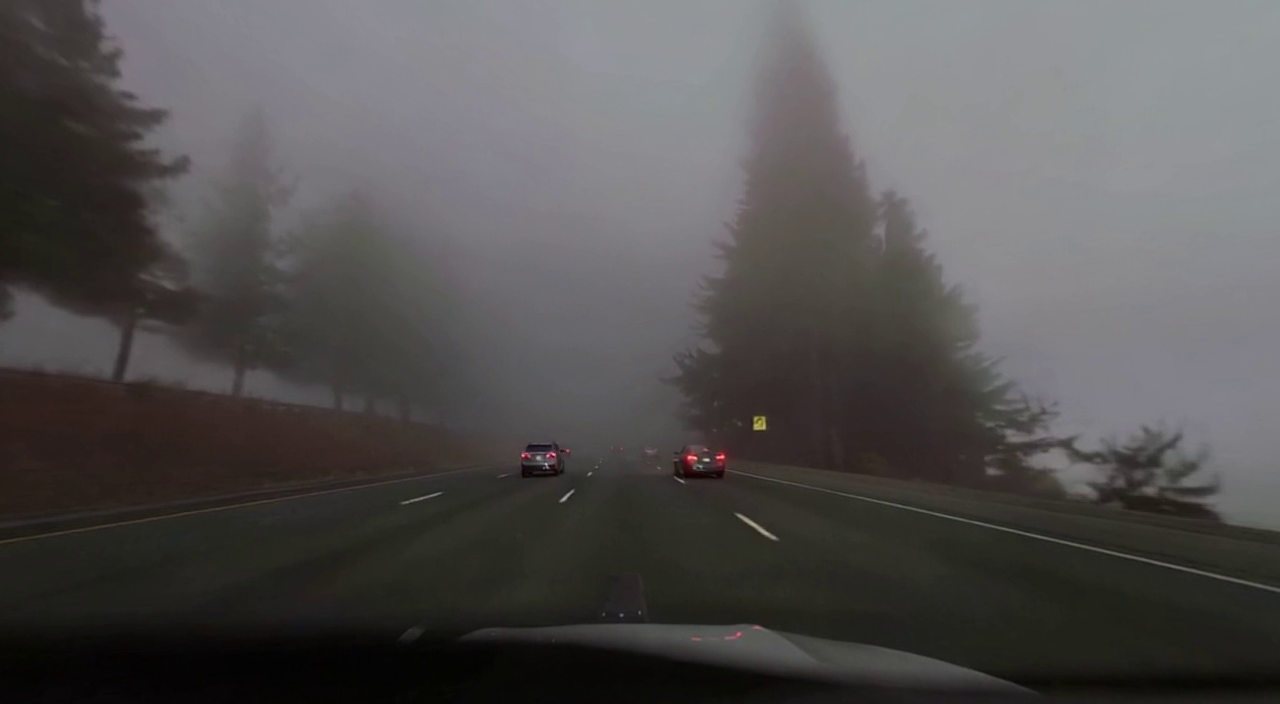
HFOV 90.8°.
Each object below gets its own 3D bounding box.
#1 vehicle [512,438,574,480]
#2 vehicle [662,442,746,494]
[{"bbox_3d":[-4.315,4.854,28.958,2.244,1.755,4.417,0,-9,-1],"label":"vehicle"},{"bbox_3d":[1.897,3.638,20.163,1.947,1.437,4.345,0,-9,-4],"label":"vehicle"}]
